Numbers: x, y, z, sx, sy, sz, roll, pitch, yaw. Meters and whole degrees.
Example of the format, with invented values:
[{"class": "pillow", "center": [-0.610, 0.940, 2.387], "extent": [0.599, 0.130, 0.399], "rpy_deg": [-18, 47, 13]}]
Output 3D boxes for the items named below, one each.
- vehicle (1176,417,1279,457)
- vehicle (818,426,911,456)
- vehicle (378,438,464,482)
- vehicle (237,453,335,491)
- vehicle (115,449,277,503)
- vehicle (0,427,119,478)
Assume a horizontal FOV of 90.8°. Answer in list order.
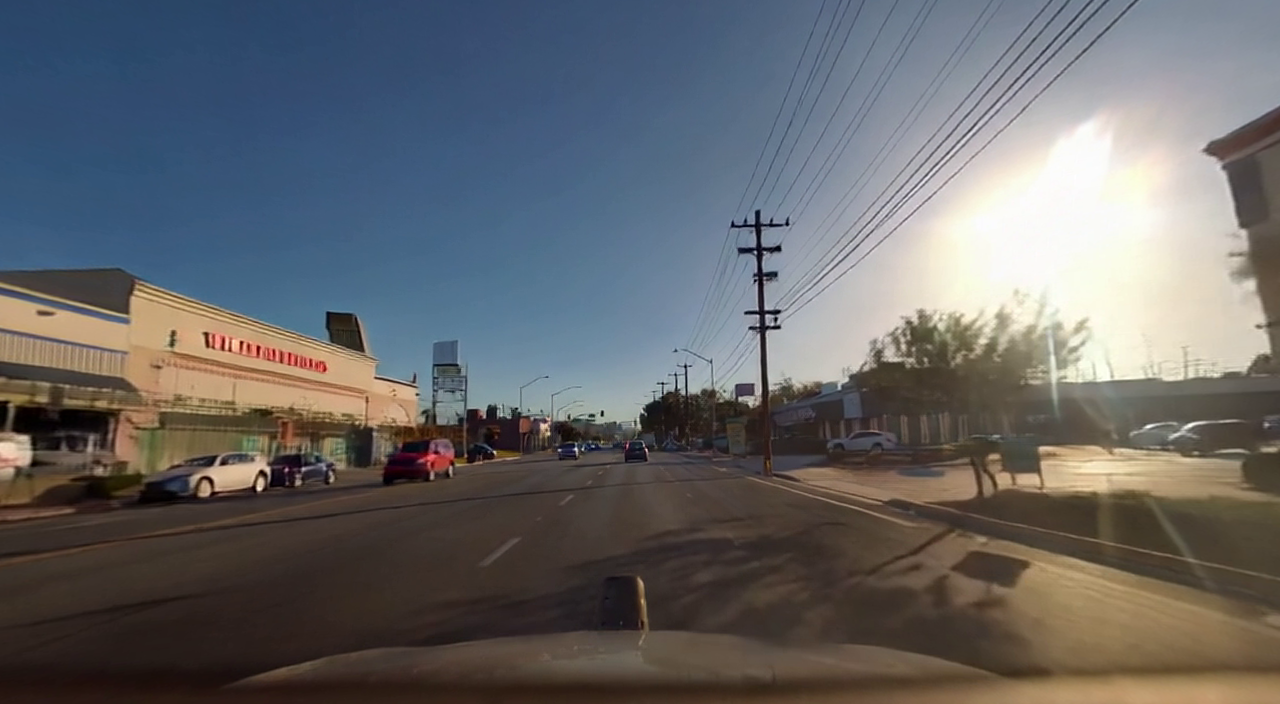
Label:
[{"class": "vehicle", "center": [31.729, 4.439, 33.197], "extent": [4.895, 1.884, 2.320], "rpy_deg": [-1, -5, 1]}, {"class": "vehicle", "center": [13.514, 5.373, 38.208], "extent": [4.836, 1.750, 2.079], "rpy_deg": [0, -7, -1]}, {"class": "vehicle", "center": [-9.343, 4.619, 27.440], "extent": [1.940, 1.698, 5.028], "rpy_deg": [0, -8, 0]}, {"class": "vehicle", "center": [-14.867, 5.012, 26.816], "extent": [1.753, 1.401, 4.223], "rpy_deg": [0, -8, -1]}, {"class": "vehicle", "center": [-14.833, 4.118, 21.560], "extent": [1.954, 1.519, 5.051], "rpy_deg": [-1, -8, -1]}, {"class": "vehicle", "center": [-23.939, 3.868, 24.517], "extent": [5.233, 1.880, 2.362], "rpy_deg": [4, -8, -28]}]
